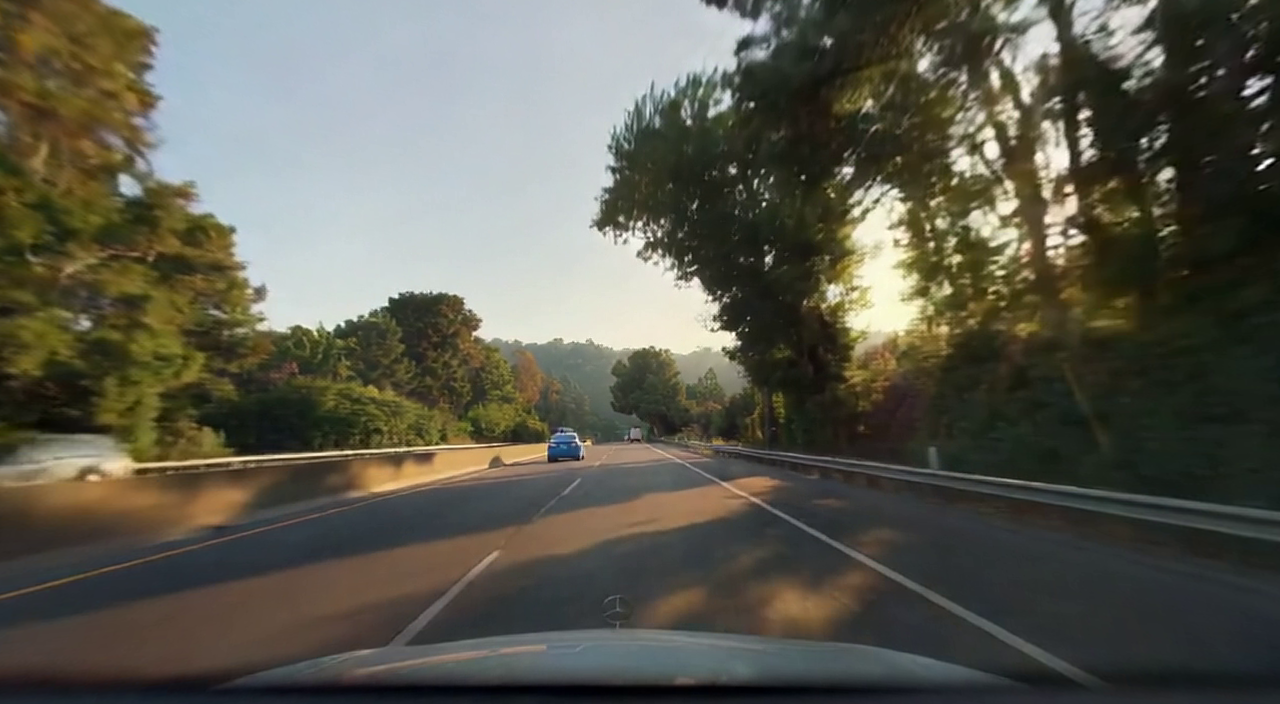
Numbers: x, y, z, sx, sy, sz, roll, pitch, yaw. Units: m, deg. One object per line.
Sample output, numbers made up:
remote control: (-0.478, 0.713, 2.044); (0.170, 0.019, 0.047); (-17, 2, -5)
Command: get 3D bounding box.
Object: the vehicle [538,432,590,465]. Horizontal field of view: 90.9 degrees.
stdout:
vehicle: (-3.601, 4.613, 30.451); (2.085, 1.479, 3.846); (0, -8, -1)
